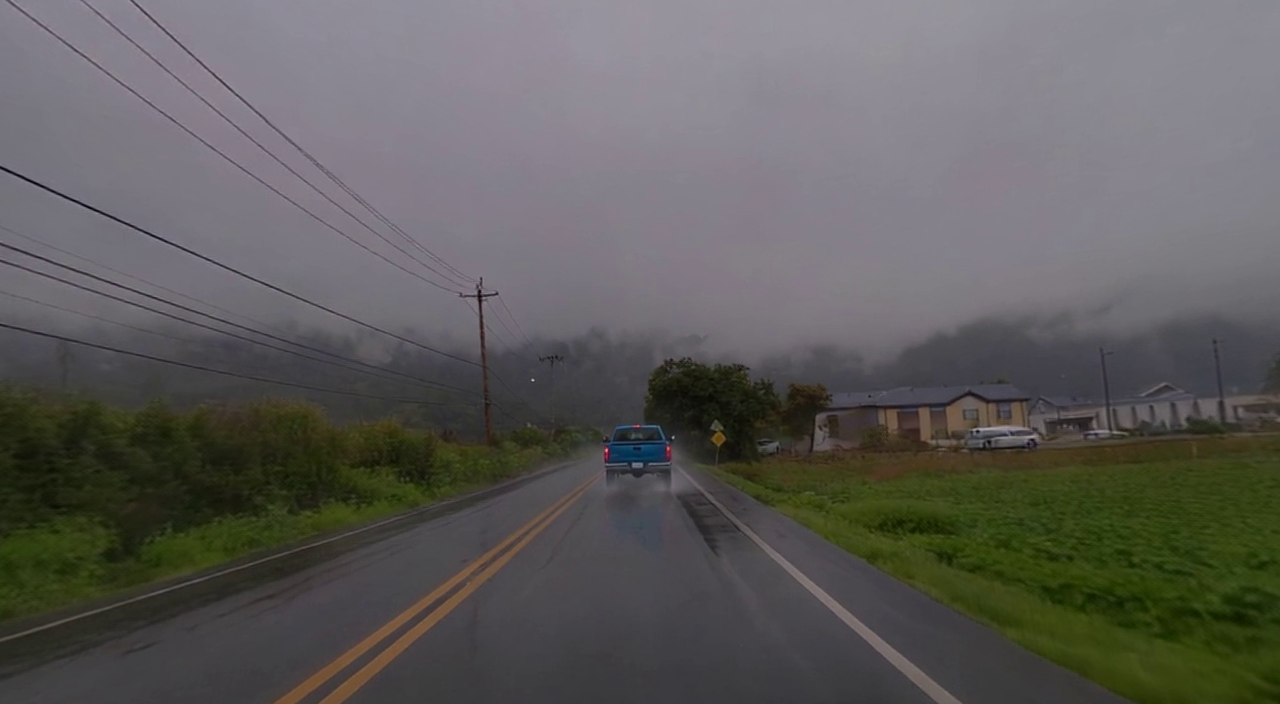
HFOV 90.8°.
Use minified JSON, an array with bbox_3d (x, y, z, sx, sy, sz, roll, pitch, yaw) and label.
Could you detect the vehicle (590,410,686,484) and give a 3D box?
[{"bbox_3d":[-0.098,3.569,23.870,3.021,2.326,7.410,0,-8,-1],"label":"vehicle"}]
